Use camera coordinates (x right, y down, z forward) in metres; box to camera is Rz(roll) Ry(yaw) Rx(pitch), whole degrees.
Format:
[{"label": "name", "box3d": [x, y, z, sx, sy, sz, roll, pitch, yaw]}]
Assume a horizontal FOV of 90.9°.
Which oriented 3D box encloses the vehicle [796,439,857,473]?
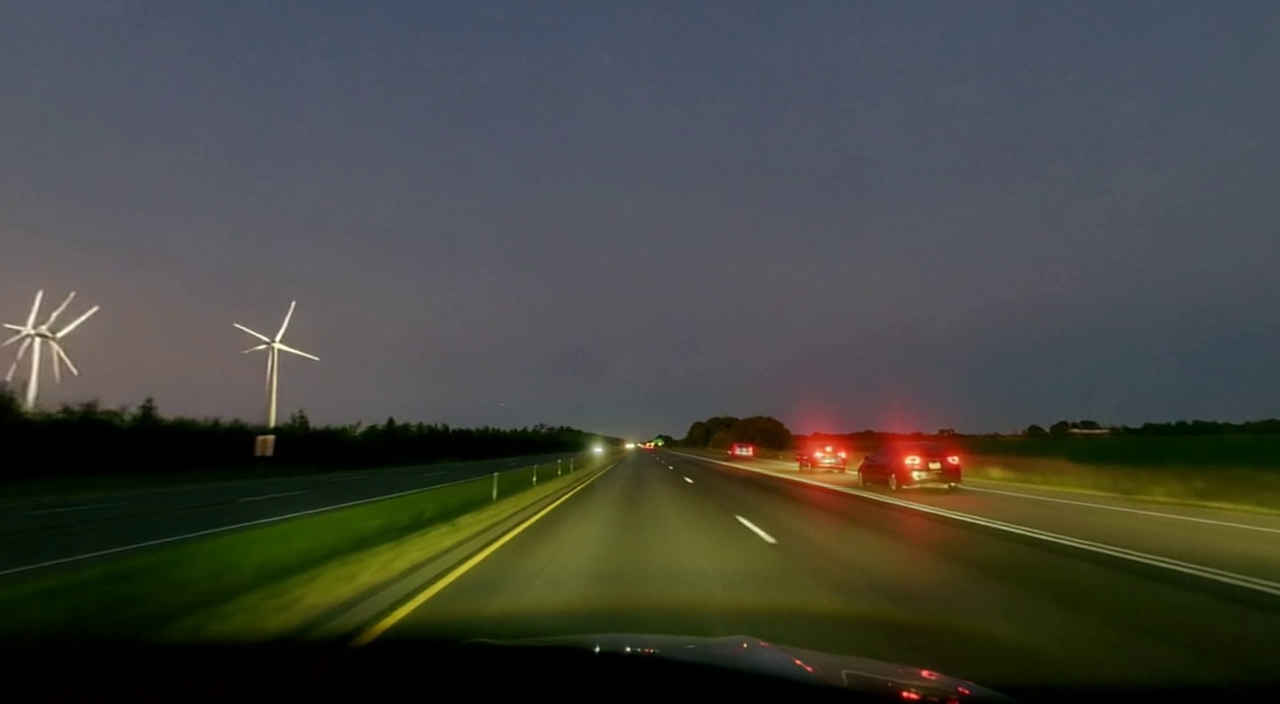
[{"label": "vehicle", "box3d": [9.957, 5.574, 34.008, 1.897, 1.669, 4.825, 0, -9, 1]}]
